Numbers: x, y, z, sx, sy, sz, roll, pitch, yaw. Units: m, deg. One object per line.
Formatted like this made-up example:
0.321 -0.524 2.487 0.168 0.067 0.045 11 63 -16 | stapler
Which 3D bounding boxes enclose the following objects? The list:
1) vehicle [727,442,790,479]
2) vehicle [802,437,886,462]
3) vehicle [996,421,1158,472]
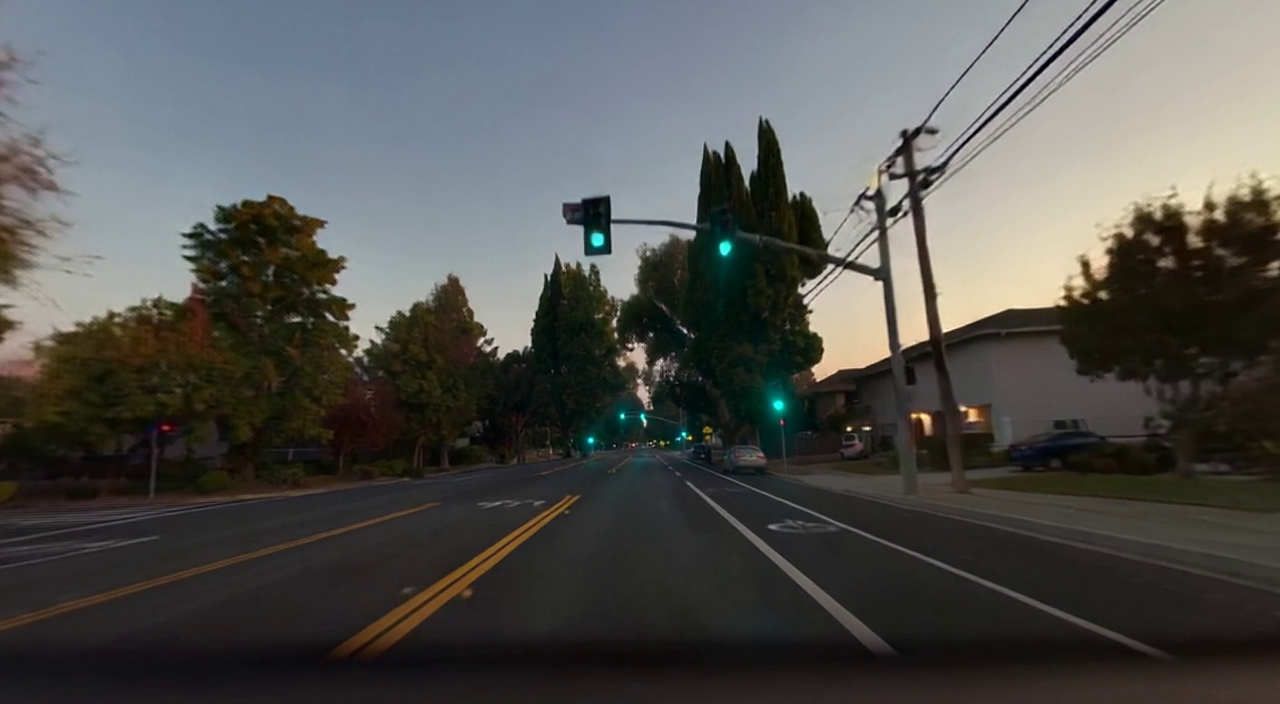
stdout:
5.265 4.879 28.675 2.032 1.478 5.040 0 -8 2 | vehicle
12.396 5.949 38.534 4.502 1.470 1.839 0 -8 -1 | vehicle
14.036 3.064 20.453 3.745 1.540 1.951 0 -8 1 | vehicle
